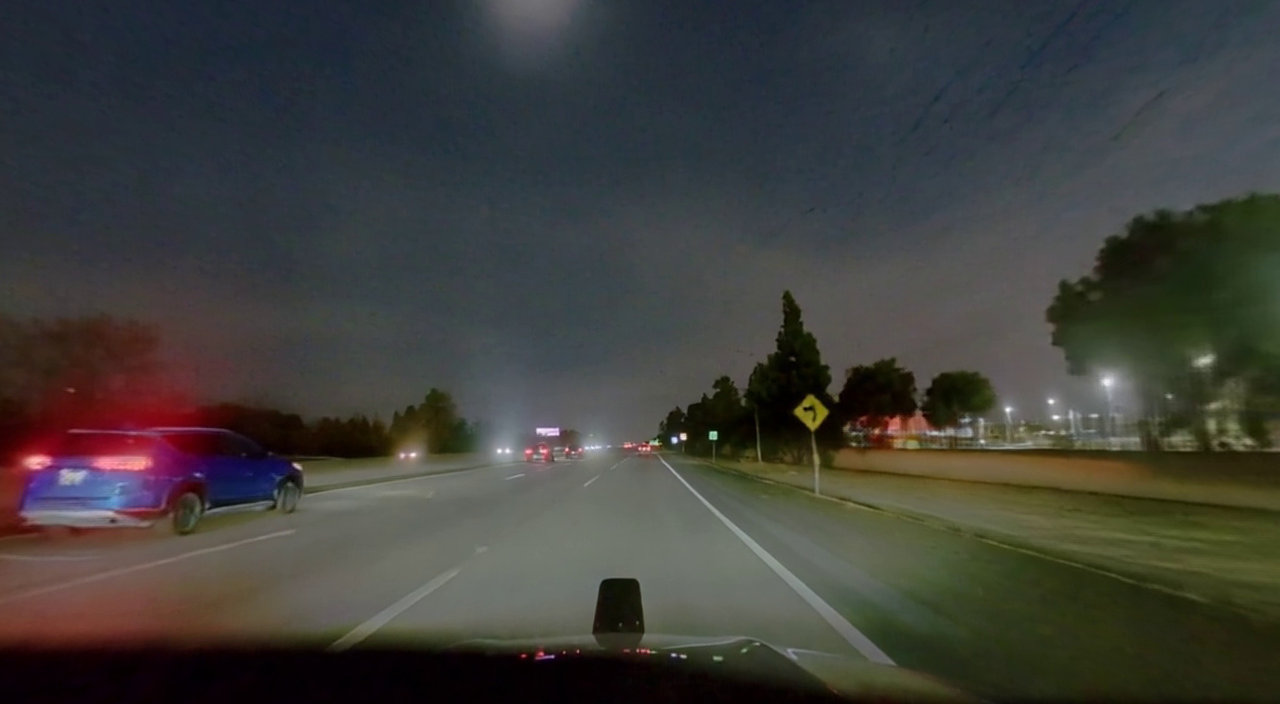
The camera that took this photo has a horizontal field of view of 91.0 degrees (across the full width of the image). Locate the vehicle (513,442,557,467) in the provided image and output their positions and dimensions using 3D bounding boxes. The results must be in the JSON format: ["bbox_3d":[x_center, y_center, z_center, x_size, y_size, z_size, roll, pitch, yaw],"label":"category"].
[{"bbox_3d":[-6.876,6.774,41.713,2.008,1.520,4.731,0,-9,1],"label":"vehicle"}]

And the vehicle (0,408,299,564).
[{"bbox_3d":[-7.465,1.818,9.329,2.055,1.683,4.804,0,-9,1],"label":"vehicle"}]
